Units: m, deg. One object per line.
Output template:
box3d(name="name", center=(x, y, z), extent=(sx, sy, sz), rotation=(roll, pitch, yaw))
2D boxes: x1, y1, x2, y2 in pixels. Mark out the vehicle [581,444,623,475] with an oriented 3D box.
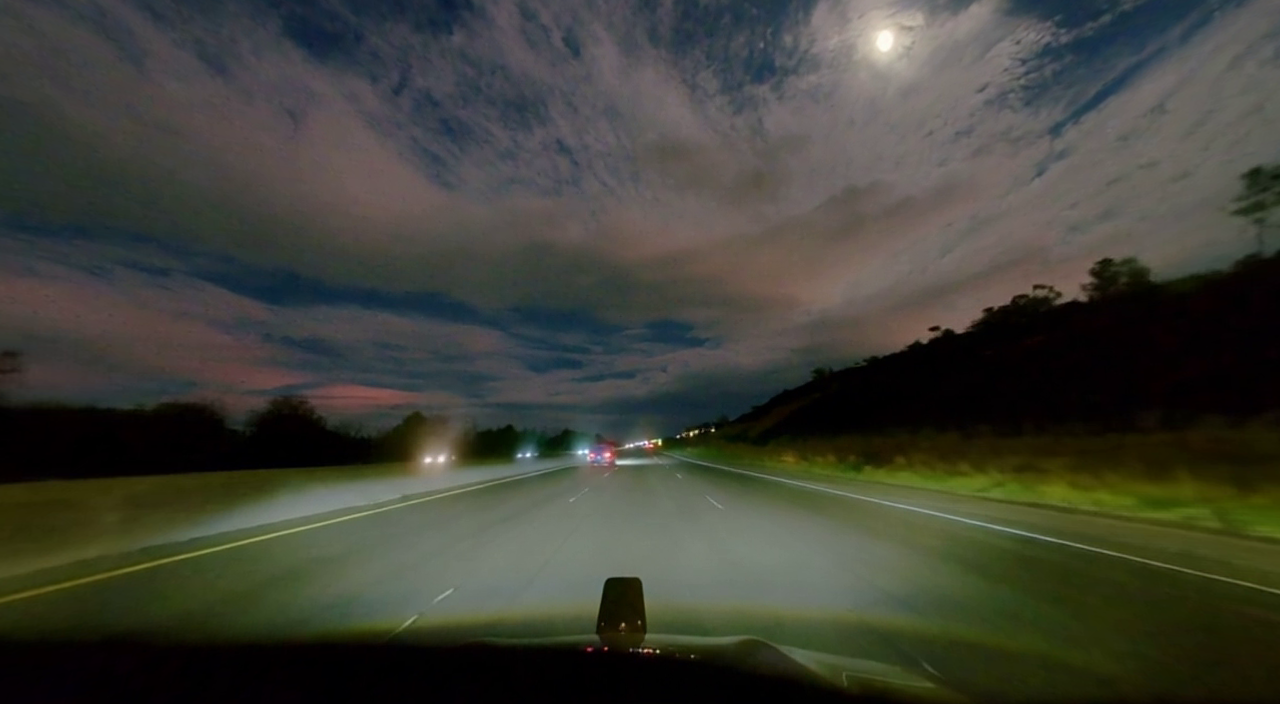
box3d(name="vehicle", center=(-2.052, 5.943, 34.943), extent=(1.965, 1.556, 3.971), rotation=(-1, -9, 2))
